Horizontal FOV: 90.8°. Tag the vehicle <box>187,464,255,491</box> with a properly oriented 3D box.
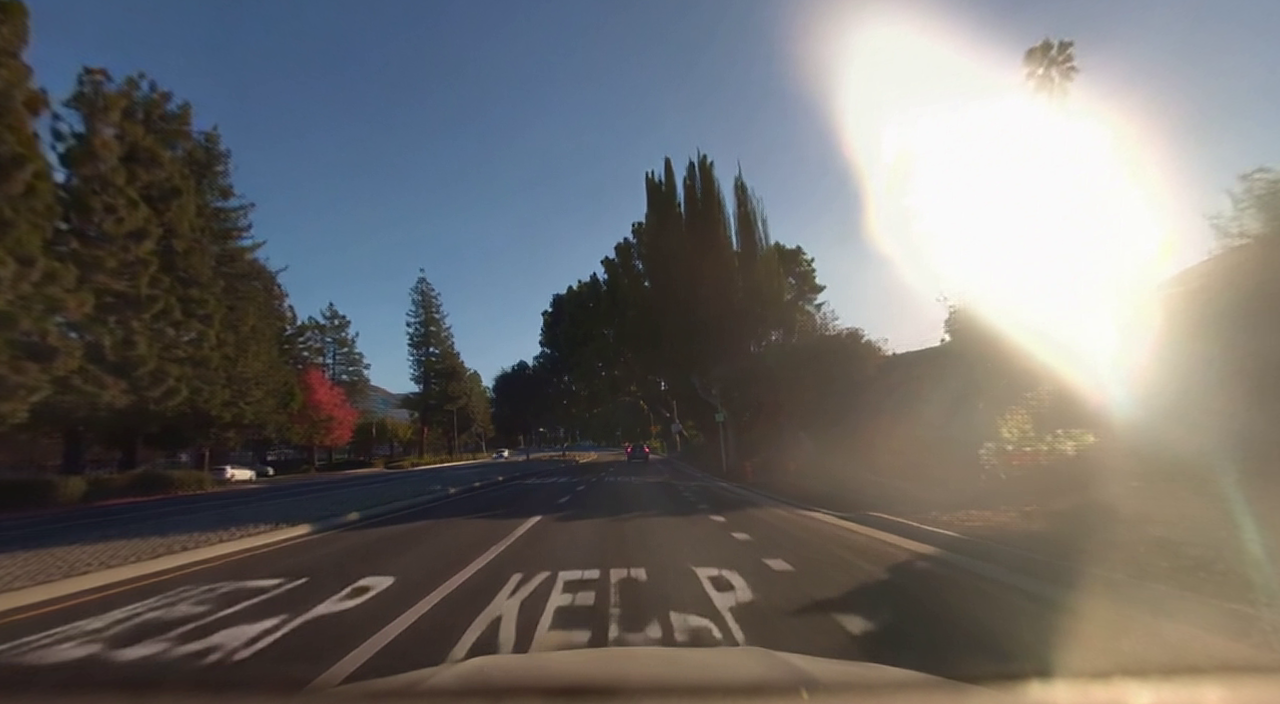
[{"bbox_3d":[-30.038,8.993,45.498,1.949,1.702,4.593,1,-9,-3],"label":"vehicle"}]

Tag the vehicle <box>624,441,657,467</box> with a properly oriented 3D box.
[{"bbox_3d":[-0.005,6.737,41.711,2.045,1.613,4.210,0,-8,-1],"label":"vehicle"}]
